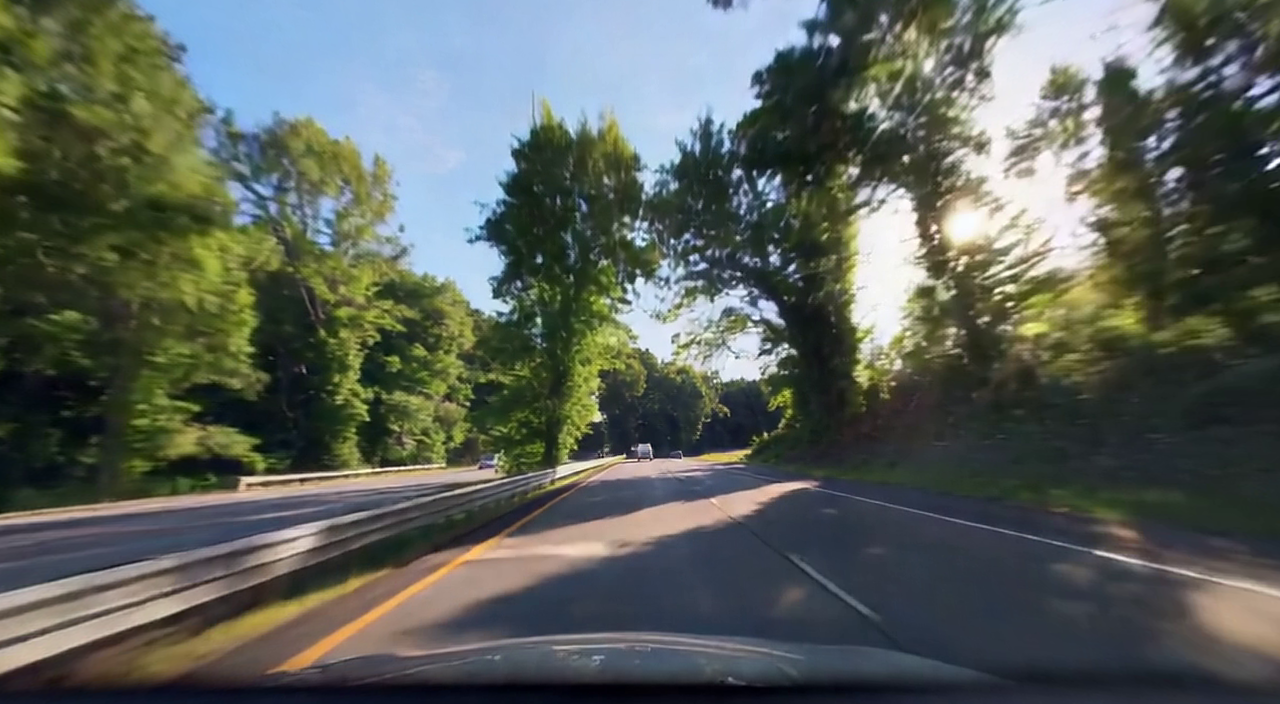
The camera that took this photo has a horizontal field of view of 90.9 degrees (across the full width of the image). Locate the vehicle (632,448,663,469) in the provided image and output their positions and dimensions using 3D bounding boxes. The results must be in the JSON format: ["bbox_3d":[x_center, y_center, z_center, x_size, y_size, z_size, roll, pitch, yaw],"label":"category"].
[{"bbox_3d":[0.500,7.788,46.185,2.162,1.492,3.975,0,-9,0],"label":"vehicle"}]
